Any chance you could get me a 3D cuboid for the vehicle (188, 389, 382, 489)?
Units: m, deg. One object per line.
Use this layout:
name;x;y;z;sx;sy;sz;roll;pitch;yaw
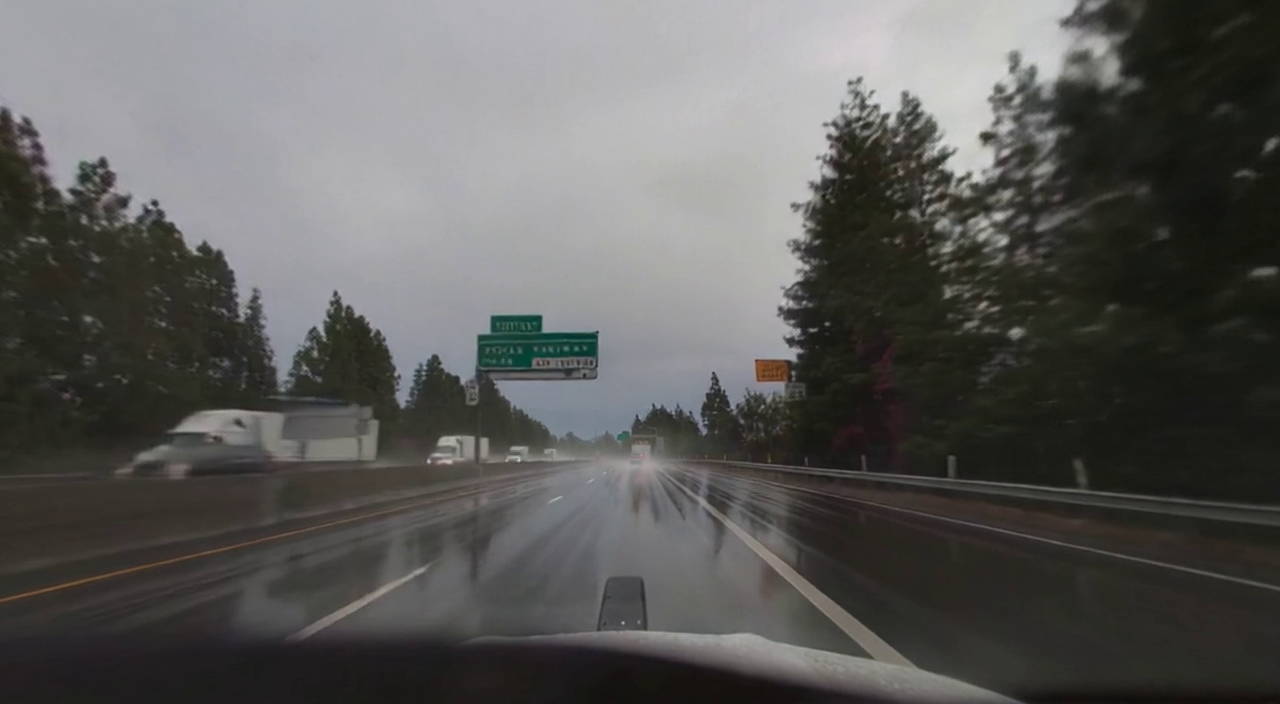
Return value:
vehicle;-15.548;4.119;29.097;2.838;3.762;10.694;0;-9;-1
